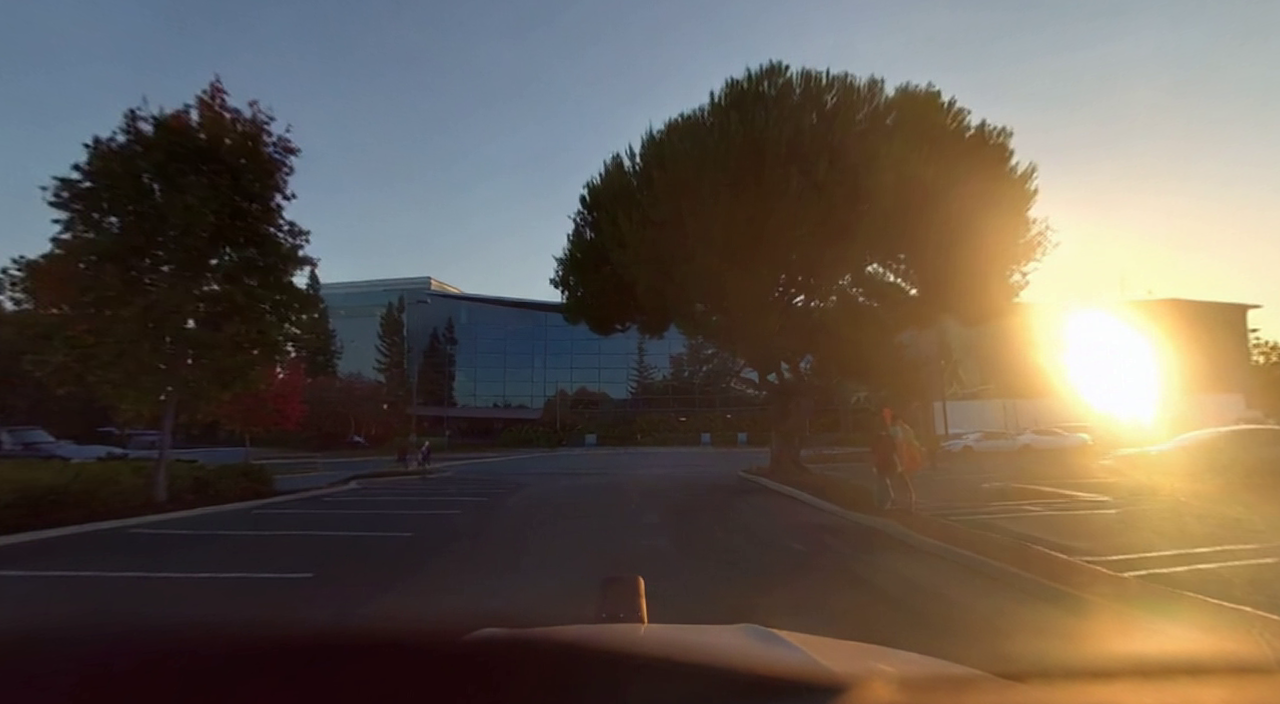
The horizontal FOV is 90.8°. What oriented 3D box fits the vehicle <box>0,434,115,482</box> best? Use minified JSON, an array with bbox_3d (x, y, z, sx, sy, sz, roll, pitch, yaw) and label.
[{"bbox_3d":[-26.420,4.666,28.209,1.963,1.931,4.715,1,-8,-2],"label":"vehicle"}]
